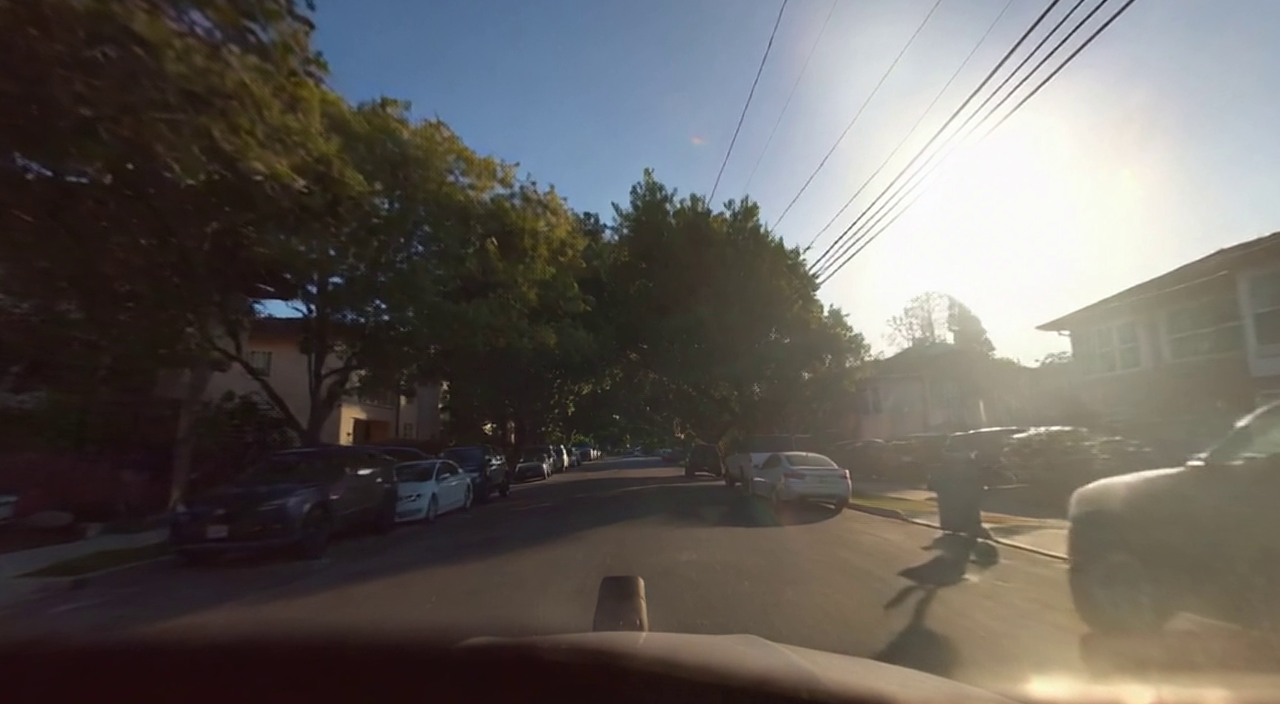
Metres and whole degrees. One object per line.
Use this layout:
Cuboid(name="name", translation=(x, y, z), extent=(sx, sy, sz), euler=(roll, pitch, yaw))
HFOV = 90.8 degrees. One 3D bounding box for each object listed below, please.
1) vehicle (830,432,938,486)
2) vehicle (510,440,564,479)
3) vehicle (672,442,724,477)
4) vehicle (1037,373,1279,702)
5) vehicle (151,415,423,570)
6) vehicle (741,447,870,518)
Cuboid(name="vehicle", translation=(9.177, 4.018, 24.294), extent=(2.125, 1.716, 4.672), euler=(0, -6, -2))
Cuboid(name="vehicle", translation=(-5.116, 5.440, 32.036), extent=(2.035, 1.822, 4.348), euler=(0, -9, -1))
Cuboid(name="vehicle", translation=(3.453, 6.537, 38.947), extent=(2.415, 1.963, 5.688), euler=(0, -8, -2))
Cuboid(name="vehicle", translation=(4.830, 0.969, 2.954), extent=(2.201, 1.896, 5.632), euler=(0, -8, -1))
Cuboid(name="vehicle", translation=(-5.037, 2.067, 9.871), extent=(2.007, 1.861, 4.101), euler=(0, -10, -3))
Cuboid(name="vehicle", translation=(4.117, 3.300, 16.727), extent=(1.850, 1.516, 5.066), euler=(0, -8, -3))
